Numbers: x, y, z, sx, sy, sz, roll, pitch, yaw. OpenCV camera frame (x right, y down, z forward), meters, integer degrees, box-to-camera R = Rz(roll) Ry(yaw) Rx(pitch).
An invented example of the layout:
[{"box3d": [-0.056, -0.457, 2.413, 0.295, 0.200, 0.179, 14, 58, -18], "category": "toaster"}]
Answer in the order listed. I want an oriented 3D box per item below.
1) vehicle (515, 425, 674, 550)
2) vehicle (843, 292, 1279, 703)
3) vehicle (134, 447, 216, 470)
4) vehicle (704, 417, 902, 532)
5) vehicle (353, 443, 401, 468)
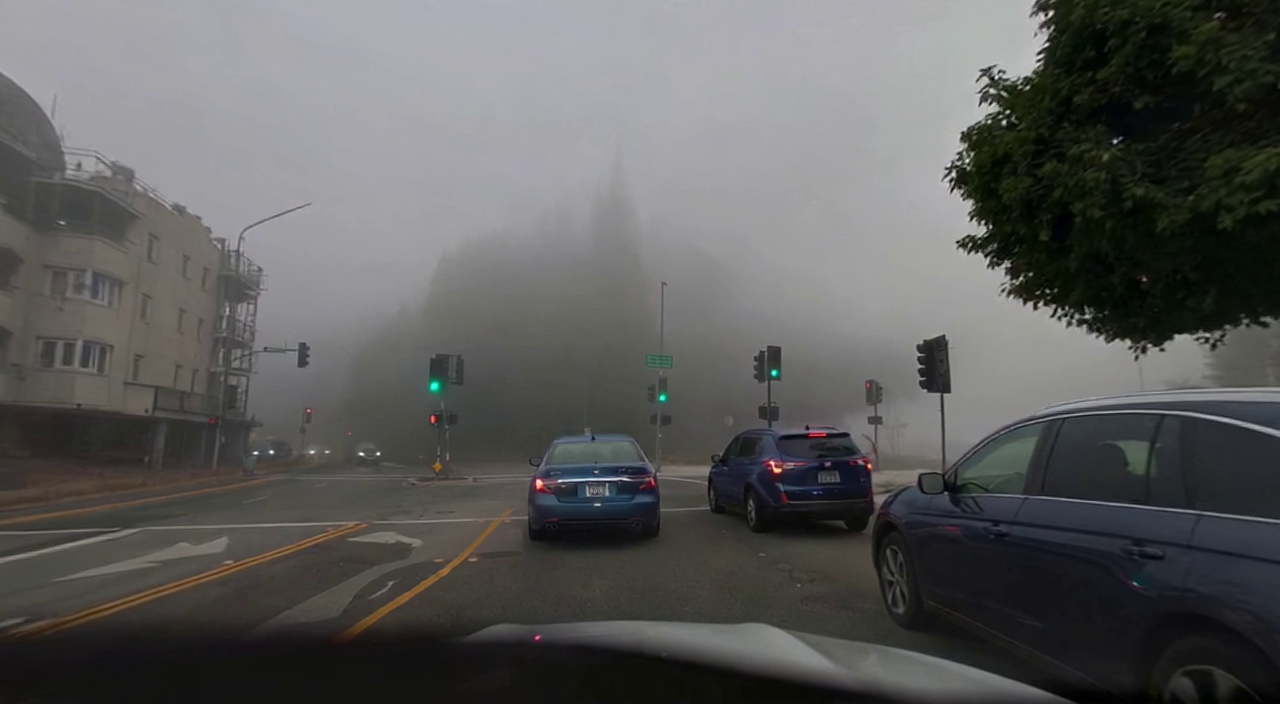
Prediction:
[{"box3d": [-0.876, 2.098, 10.471, 2.132, 1.632, 3.889, 1, -9, -8], "category": "vehicle"}, {"box3d": [3.179, 0.910, 3.471, 2.320, 1.772, 4.872, 0, -9, -2], "category": "vehicle"}, {"box3d": [-33.074, 7.531, 44.823, 4.653, 1.459, 2.228, -1, -8, 17], "category": "vehicle"}, {"box3d": [2.717, 2.174, 11.806, 2.103, 1.710, 4.396, 1, -9, -7], "category": "vehicle"}, {"box3d": [-19.164, 7.528, 46.129, 2.303, 1.692, 4.571, 1, -9, -11], "category": "vehicle"}]
